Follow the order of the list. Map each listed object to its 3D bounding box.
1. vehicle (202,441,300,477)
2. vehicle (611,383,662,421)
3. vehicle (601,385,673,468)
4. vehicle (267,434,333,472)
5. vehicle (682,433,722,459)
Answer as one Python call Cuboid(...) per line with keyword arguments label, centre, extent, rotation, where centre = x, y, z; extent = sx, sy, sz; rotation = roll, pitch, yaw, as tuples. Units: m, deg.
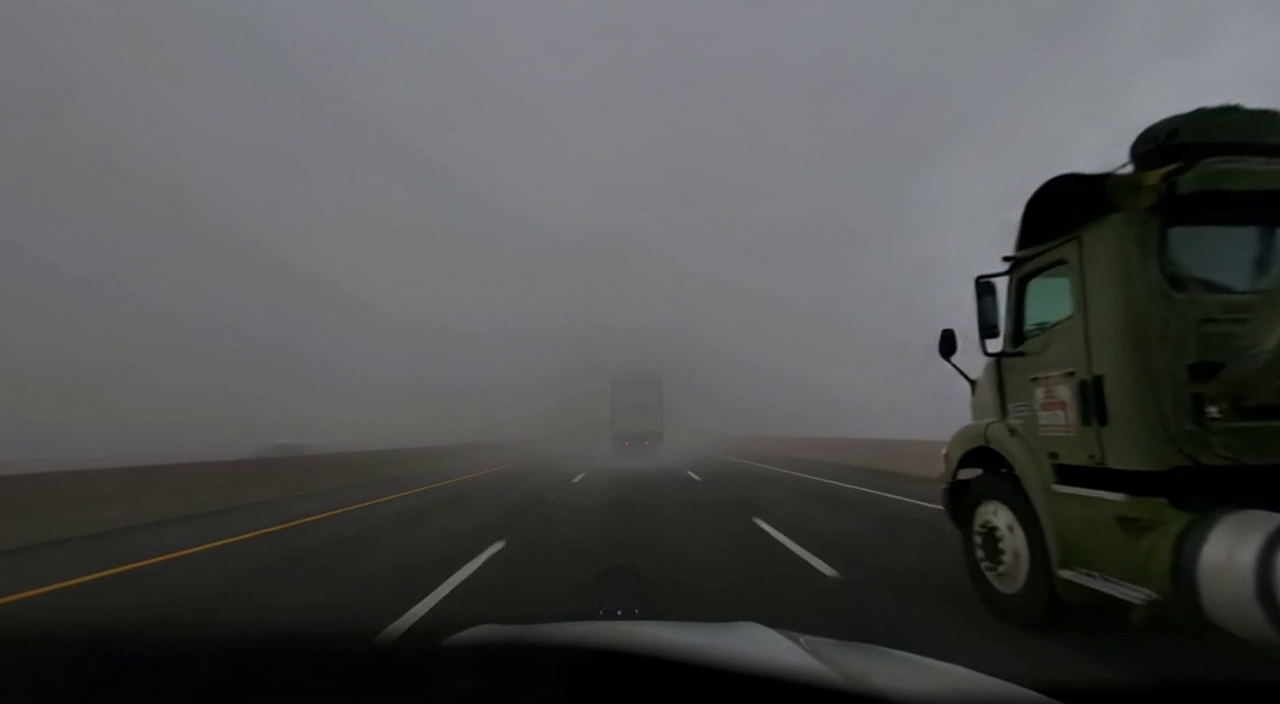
Cuboid(label="vehicle", centre=(-18.357, 5.057, 29.967), extent=(1.830, 1.521, 4.495), rotation=(0, -8, 0))
Cuboid(label="vehicle", centre=(-0.171, 2.317, 28.118), extent=(2.112, 1.472, 4.240), rotation=(0, -8, -1))
Cuboid(label="vehicle", centre=(-0.307, 3.966, 32.764), extent=(2.953, 3.406, 13.372), rotation=(0, -8, -2))
Cuboid(label="vehicle", centre=(-18.339, 5.437, 34.040), extent=(1.741, 1.925, 3.045), rotation=(0, -8, 1))
Cuboid(label="vehicle", centre=(3.767, 5.773, 38.930), extent=(1.910, 1.492, 4.324), rotation=(0, -8, -1))
